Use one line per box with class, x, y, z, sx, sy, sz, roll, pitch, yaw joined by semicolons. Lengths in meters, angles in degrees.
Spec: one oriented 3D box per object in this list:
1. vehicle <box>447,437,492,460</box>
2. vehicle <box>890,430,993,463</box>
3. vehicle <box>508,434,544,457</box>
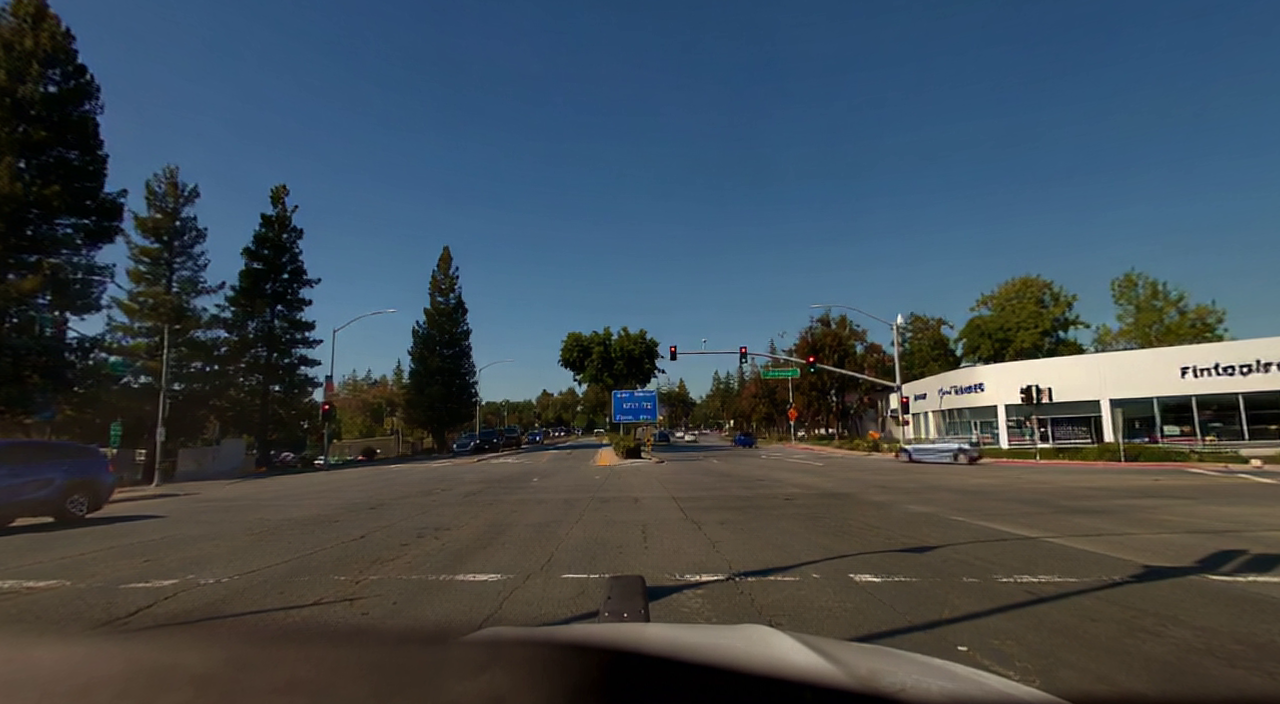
vehicle;-11.777;6.685;43.886;2.111;1.499;4.371;0;-9;-3
vehicle;16.376;5.140;34.362;4.667;1.664;1.936;-6;-11;36
vehicle;-8.070;6.668;45.082;1.920;1.546;4.086;0;-9;-1
